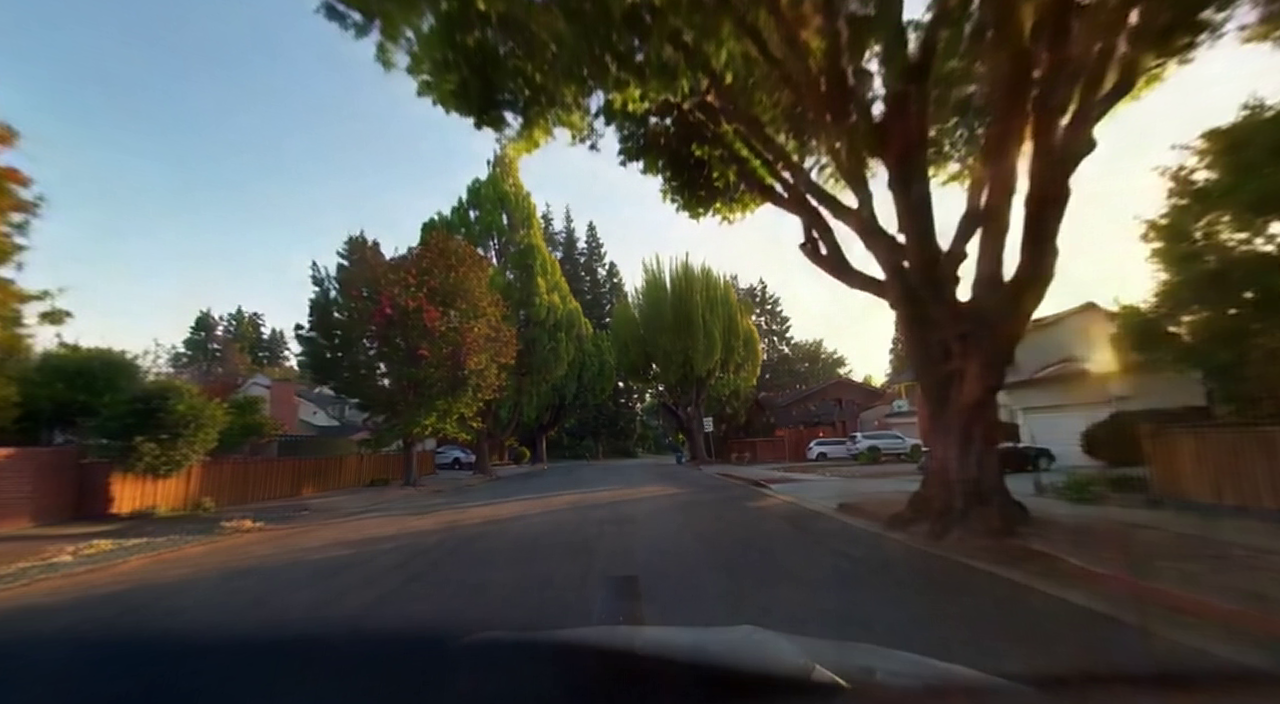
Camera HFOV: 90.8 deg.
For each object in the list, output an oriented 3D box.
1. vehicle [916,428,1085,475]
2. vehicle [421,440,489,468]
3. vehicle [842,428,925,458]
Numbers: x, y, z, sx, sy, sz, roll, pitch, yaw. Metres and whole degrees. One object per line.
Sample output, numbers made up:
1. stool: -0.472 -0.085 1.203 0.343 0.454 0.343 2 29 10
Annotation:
1. vehicle: 11.748 3.261 20.822 4.415 1.457 1.797 0 -9 1
2. vehicle: -12.744 6.973 43.350 4.656 1.835 2.039 -7 -11 37
3. vehicle: 14.258 5.379 37.217 4.261 1.725 1.955 -2 -9 13
